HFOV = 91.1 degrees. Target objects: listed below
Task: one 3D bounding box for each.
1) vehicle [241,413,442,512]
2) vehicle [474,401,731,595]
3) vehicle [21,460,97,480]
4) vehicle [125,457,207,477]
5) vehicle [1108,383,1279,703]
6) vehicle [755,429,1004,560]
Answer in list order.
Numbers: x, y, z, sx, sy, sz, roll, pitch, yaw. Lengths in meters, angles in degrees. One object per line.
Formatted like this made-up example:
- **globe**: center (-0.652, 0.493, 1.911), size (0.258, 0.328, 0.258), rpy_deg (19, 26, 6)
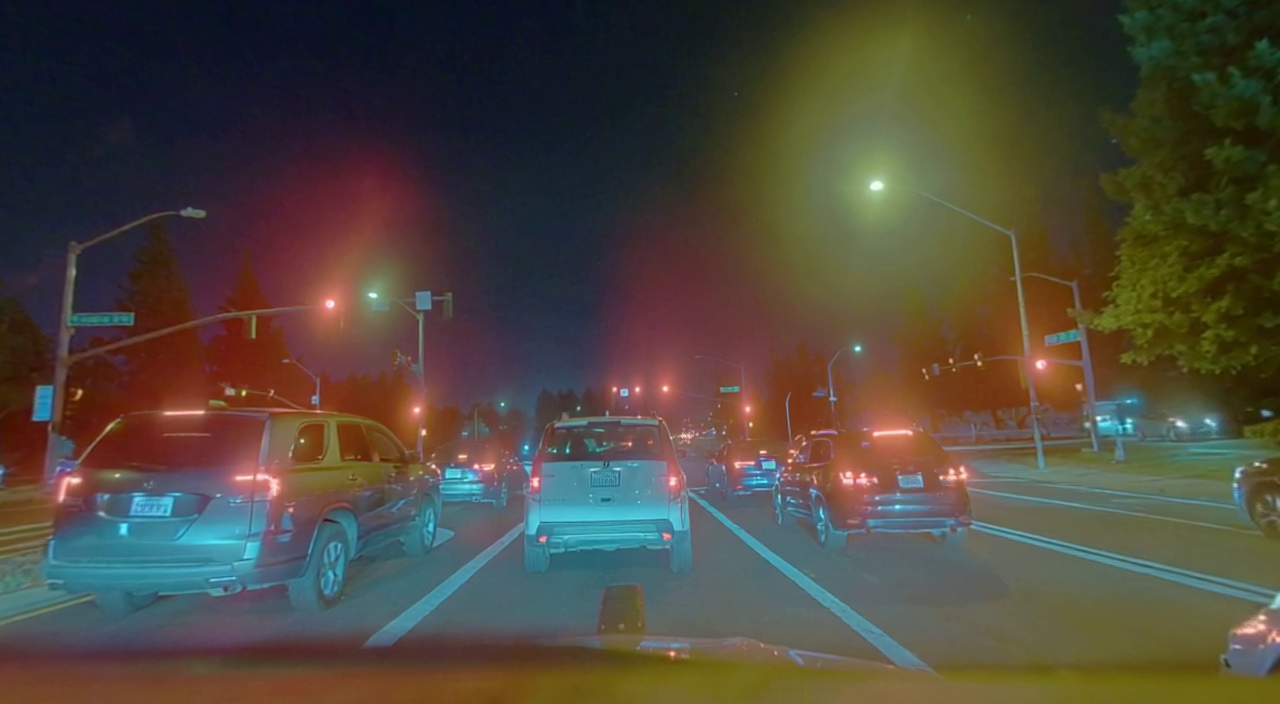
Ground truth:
- **vehicle**: center (-6.728, 2.557, 14.997), size (2.214, 1.953, 5.017), rpy_deg (0, -8, 1)
- **vehicle**: center (-0.313, 1.589, 7.638), size (2.256, 1.694, 4.055), rpy_deg (0, -8, 0)
- **vehicle**: center (-45.676, 9.279, 49.391), size (4.232, 1.498, 1.791), rpy_deg (0, -8, 1)
- **vehicle**: center (-37.331, 9.054, 49.478), size (4.914, 1.487, 1.850), rpy_deg (0, -8, 0)
- **vehicle**: center (3.302, 0.668, 0.847), size (1.980, 1.515, 4.362), rpy_deg (0, -8, 0)
- **vehicle**: center (3.163, 1.971, 9.490), size (1.971, 1.473, 4.495), rpy_deg (0, -8, 0)
